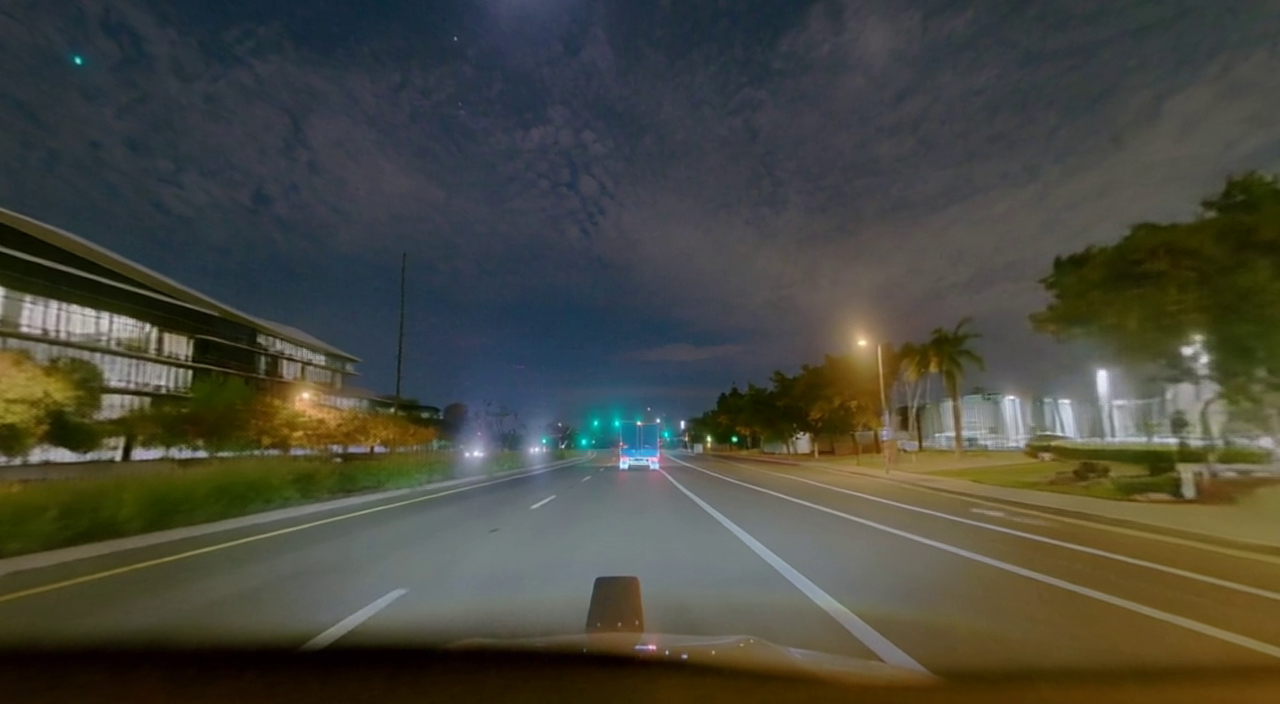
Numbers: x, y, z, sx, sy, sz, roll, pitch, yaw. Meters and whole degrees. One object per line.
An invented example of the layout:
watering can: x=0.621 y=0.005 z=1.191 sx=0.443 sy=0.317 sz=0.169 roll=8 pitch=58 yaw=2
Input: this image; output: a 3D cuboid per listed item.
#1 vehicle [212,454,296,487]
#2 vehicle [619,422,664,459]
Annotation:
vehicle: x=-23.257 y=7.137 z=38.326 sx=2.014 sy=1.784 sz=4.878 roll=0 pitch=-9 yaw=0
vehicle: x=0.009 y=4.880 z=34.624 sx=2.178 sy=1.829 sz=4.932 roll=0 pitch=-9 yaw=-3
